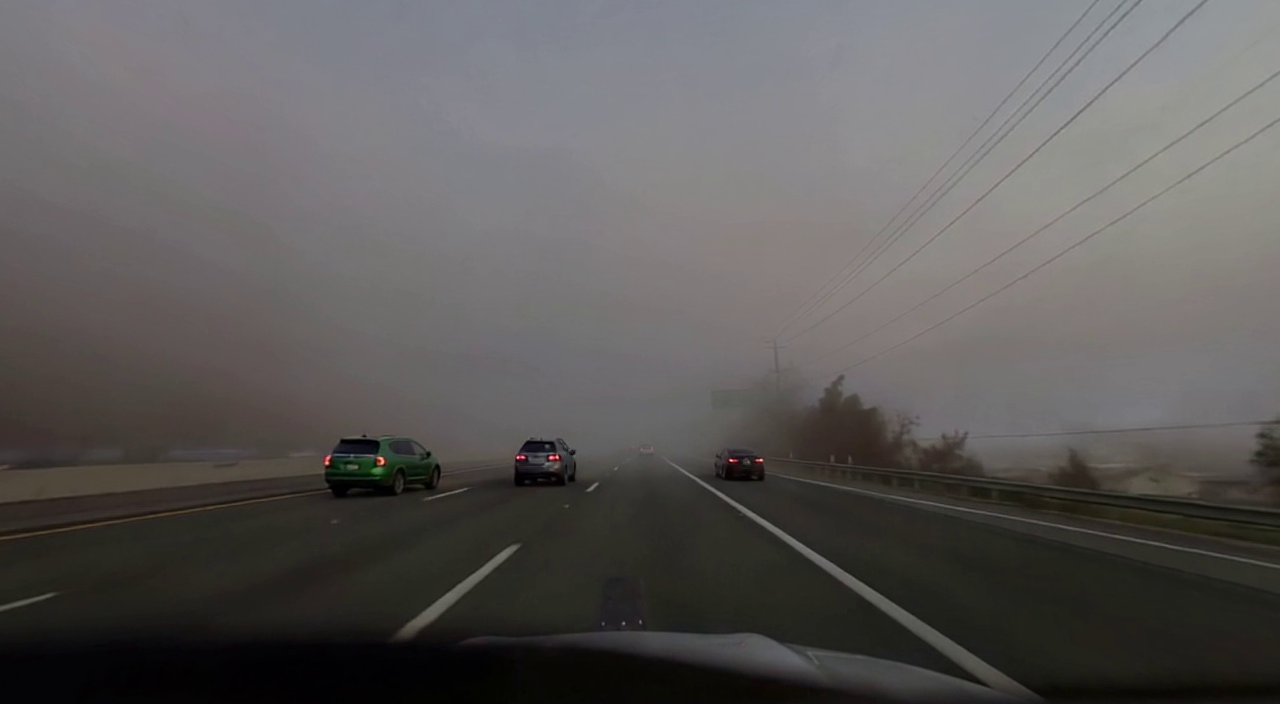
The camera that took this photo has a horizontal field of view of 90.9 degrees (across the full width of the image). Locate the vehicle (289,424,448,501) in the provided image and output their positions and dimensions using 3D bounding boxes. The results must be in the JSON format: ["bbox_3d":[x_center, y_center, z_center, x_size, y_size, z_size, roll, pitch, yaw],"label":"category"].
[{"bbox_3d":[-7.246,2.996,17.558,2.162,1.805,4.853,0,-8,2],"label":"vehicle"}]

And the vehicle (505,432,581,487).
[{"bbox_3d":[-3.250,3.682,21.967,1.961,1.704,4.052,0,-8,1],"label":"vehicle"}]

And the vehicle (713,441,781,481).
[{"bbox_3d":[4.260,4.389,25.795,1.964,1.479,4.252,0,-8,-1],"label":"vehicle"}]
